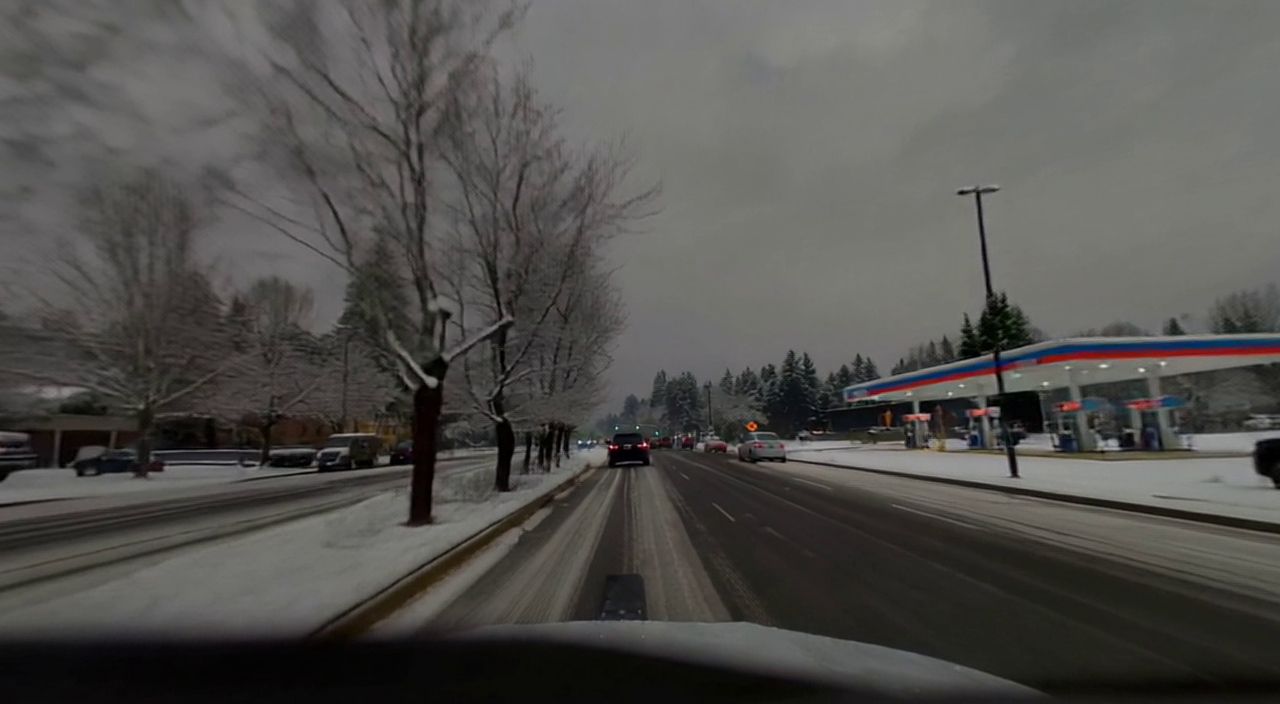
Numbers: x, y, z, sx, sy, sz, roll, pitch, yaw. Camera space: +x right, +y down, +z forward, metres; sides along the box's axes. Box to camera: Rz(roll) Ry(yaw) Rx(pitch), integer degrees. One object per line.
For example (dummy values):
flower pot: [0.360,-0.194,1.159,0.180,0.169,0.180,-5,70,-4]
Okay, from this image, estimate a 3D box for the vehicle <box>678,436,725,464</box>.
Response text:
vehicle: [3.355,5.467,35.339,2.124,1.476,4.730,0,-8,-1]

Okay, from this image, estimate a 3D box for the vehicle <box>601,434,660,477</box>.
vehicle: [-0.298,3.884,23.919,2.052,1.488,3.779,0,-8,1]

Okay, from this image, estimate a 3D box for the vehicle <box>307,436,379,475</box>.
vehicle: [-18.930,6.548,40.600,2.222,2.141,5.390,-1,-6,-3]

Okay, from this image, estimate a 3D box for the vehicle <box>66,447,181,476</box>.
vehicle: [-27.498,5.831,33.713,4.413,1.451,1.882,0,-9,0]

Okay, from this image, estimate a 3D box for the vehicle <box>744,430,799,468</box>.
vehicle: [6.538,4.885,31.918,2.117,1.757,4.969,-1,-9,5]
